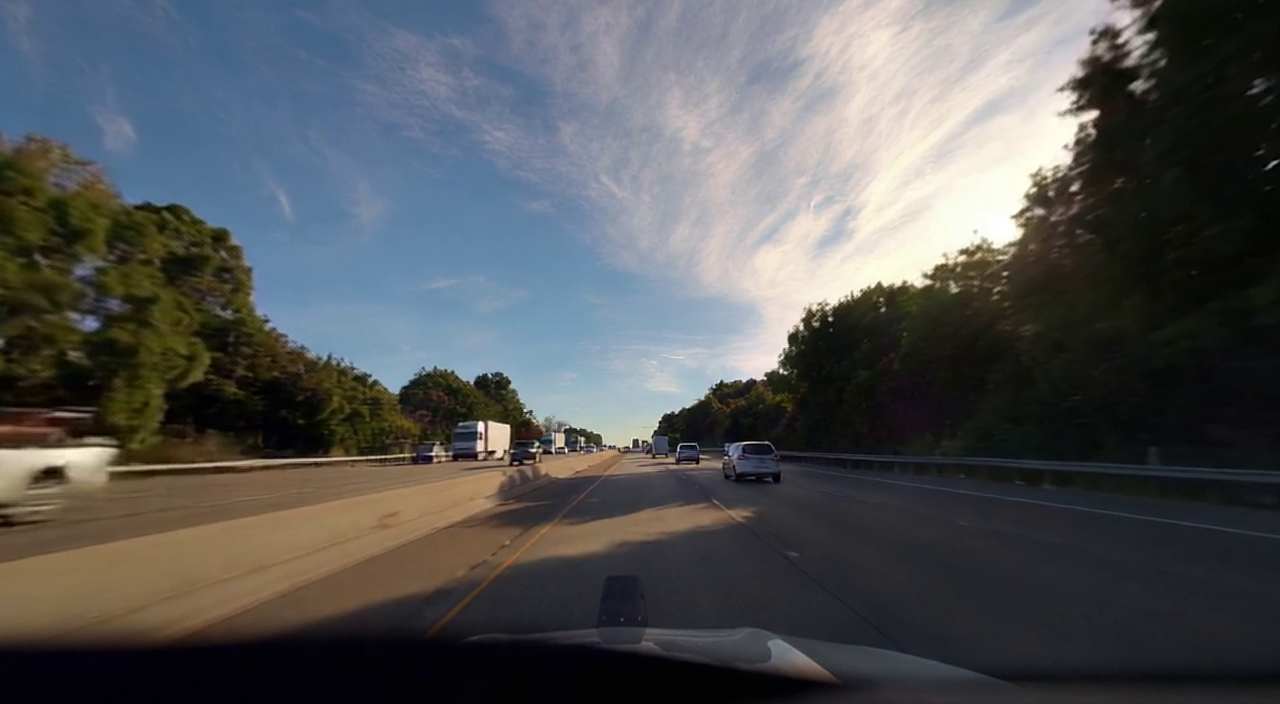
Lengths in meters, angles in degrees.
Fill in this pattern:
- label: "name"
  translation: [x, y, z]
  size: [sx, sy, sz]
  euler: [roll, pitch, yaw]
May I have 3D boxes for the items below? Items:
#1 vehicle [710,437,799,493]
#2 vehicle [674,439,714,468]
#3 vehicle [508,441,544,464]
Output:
- label: "vehicle"
  translation: [3.564, 3.619, 20.505]
  size: [2.023, 1.603, 4.159]
  euler: [0, -9, -1]
- label: "vehicle"
  translation: [3.460, 6.664, 41.391]
  size: [2.070, 1.751, 4.576]
  euler: [0, -9, -2]
- label: "vehicle"
  translation: [-8.692, 7.734, 48.439]
  size: [1.988, 1.672, 4.426]
  euler: [0, -9, 0]
